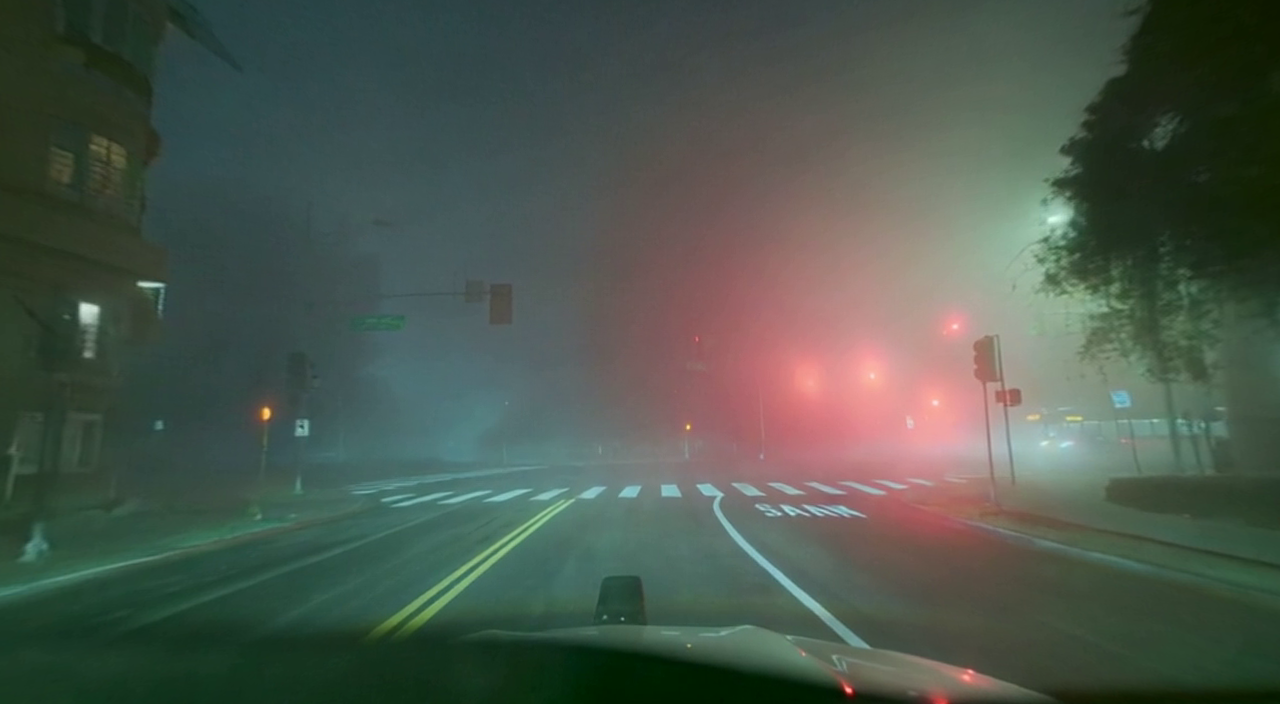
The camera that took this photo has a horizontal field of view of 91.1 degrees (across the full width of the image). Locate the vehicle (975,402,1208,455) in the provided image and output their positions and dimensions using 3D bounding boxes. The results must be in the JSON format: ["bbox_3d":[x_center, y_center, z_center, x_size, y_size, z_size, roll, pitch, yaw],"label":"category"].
[{"bbox_3d":[29.323,5.063,41.206,12.822,3.296,3.033,0,-9,0],"label":"vehicle"}]
